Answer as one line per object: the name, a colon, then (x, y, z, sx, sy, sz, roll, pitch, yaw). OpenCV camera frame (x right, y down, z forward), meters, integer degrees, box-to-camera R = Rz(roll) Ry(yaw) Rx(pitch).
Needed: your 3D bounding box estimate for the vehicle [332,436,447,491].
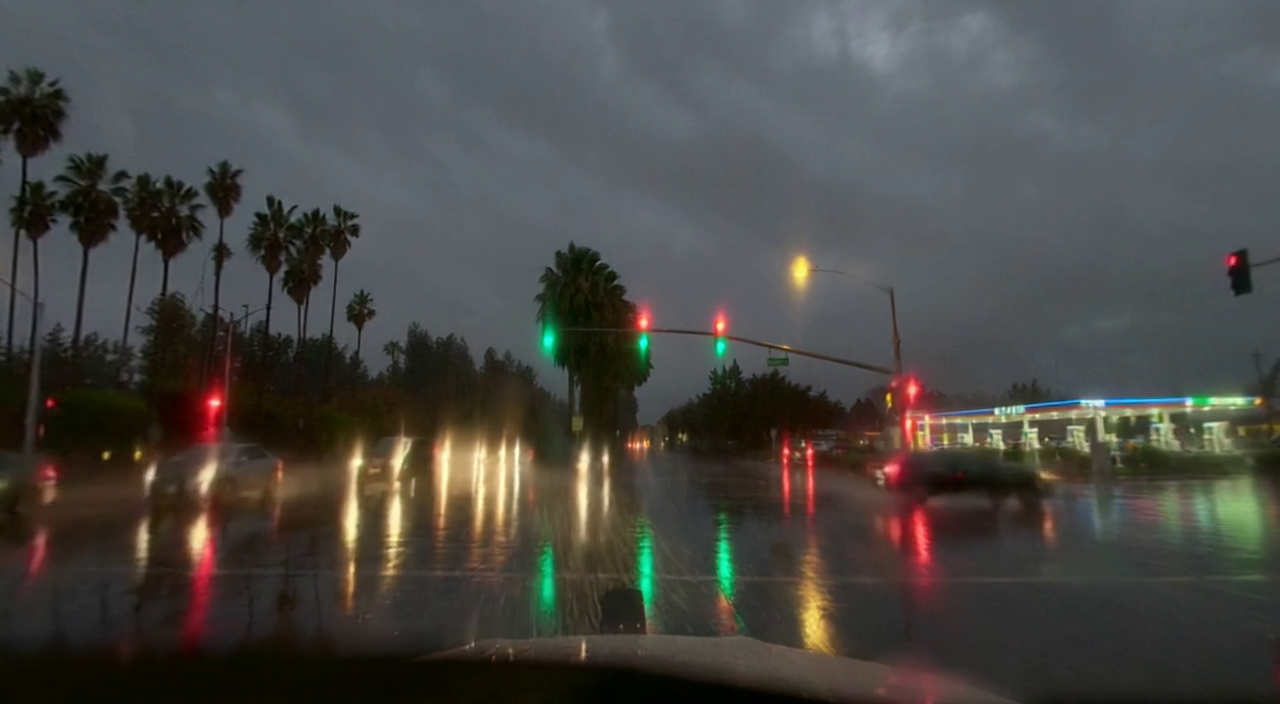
vehicle: (-8.463, 3.802, 21.873, 2.124, 1.701, 4.551, 0, -9, 0)

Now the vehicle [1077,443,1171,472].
vehicle: (24.265, 5.300, 31.737, 3.474, 1.376, 1.538, 0, -9, -2)

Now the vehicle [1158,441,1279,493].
vehicle: (18.735, 3.406, 18.823, 5.015, 1.446, 1.862, 0, -9, -3)

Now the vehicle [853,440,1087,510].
vehicle: (7.537, 2.848, 15.047, 4.579, 1.464, 1.983, -3, -9, 17)

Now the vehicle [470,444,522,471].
vehicle: (-8.763, 6.444, 38.776, 2.034, 1.510, 4.647, 0, -9, 1)

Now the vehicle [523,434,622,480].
vehicle: (-2.912, 4.351, 26.321, 1.929, 1.719, 4.892, 6, -11, -35)

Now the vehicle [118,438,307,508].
vehicle: (-11.838, 3.361, 18.039, 1.973, 1.712, 4.872, 0, -9, 0)
